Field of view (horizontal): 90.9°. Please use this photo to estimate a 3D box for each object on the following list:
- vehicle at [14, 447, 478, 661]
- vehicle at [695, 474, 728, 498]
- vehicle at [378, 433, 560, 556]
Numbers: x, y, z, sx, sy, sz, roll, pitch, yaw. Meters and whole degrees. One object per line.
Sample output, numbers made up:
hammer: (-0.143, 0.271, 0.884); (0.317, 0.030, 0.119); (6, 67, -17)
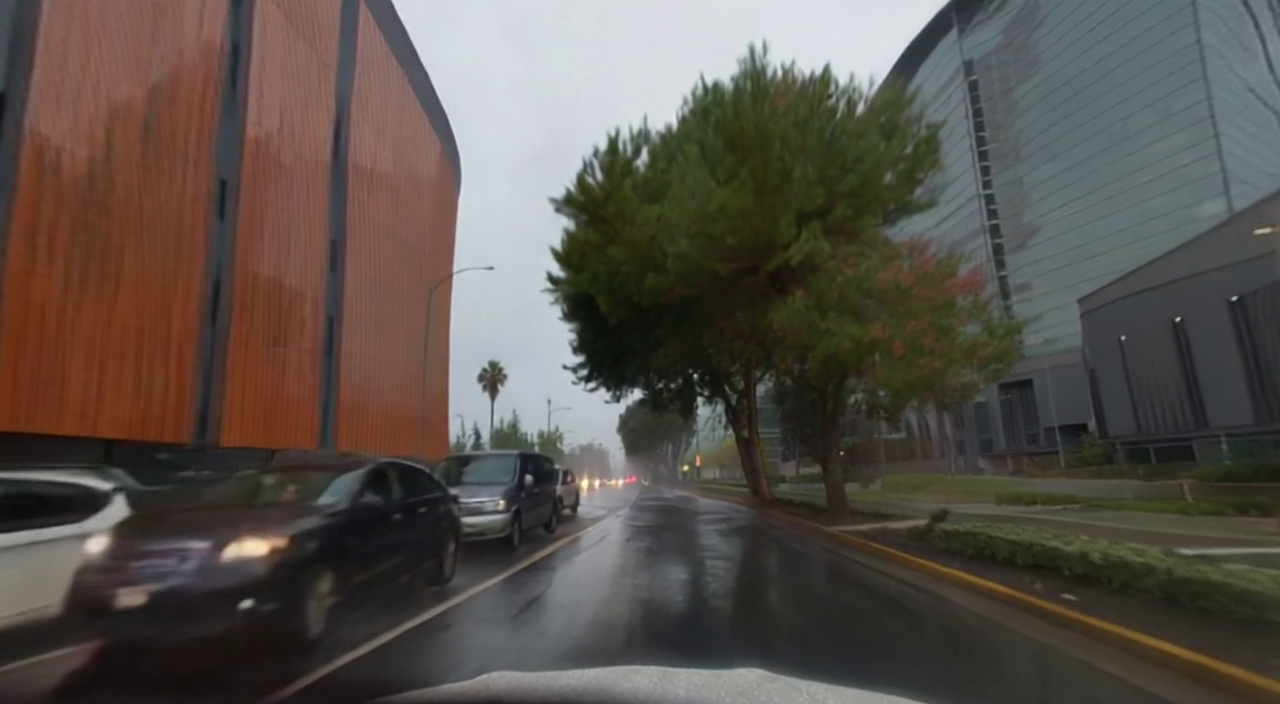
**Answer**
vehicle: (-3.463, 1.911, 6.922); (1.853, 1.495, 4.632); (-2, -11, 4)
vehicle: (4.635, 8.777, 41.526); (1.899, 1.470, 3.666); (0, -11, 2)
vehicle: (-3.228, 2.888, 13.216); (2.148, 2.024, 4.884); (0, -11, 3)
